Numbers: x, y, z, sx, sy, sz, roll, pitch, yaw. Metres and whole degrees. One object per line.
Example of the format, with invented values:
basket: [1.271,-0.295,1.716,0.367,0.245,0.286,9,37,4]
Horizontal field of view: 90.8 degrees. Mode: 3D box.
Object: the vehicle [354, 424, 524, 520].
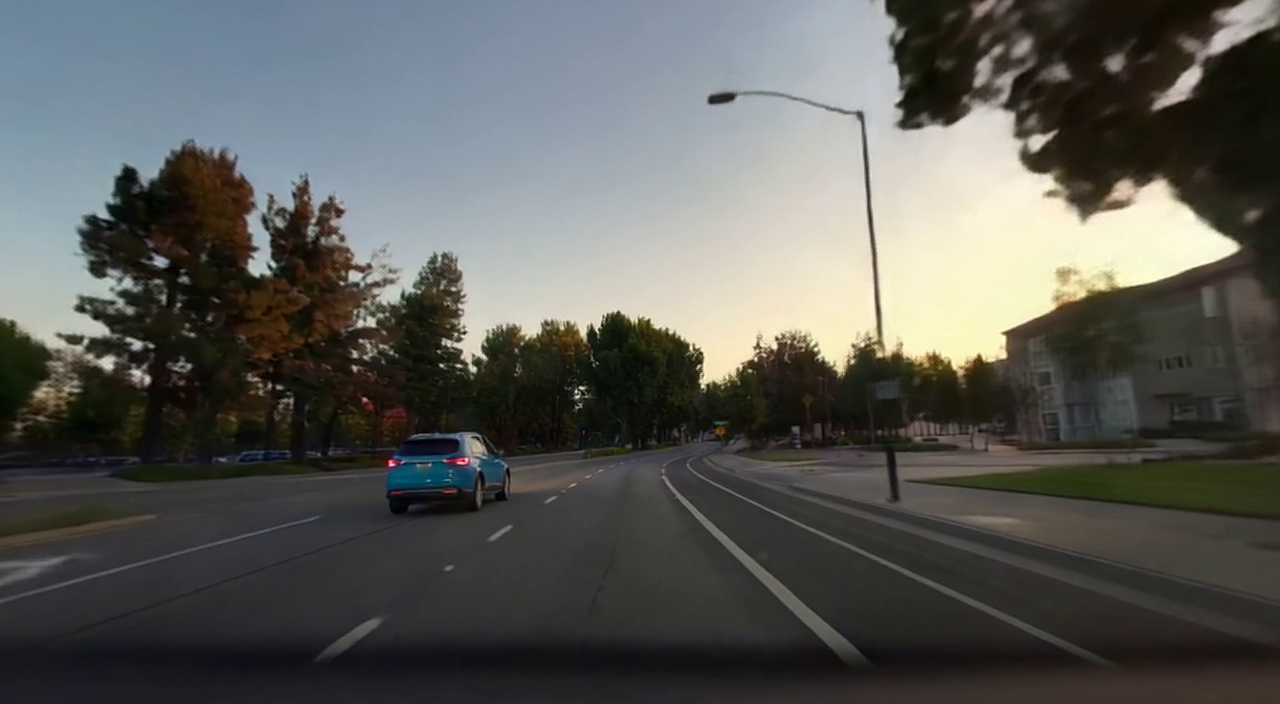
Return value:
vehicle: [-4.035,2.506,13.654,2.121,1.724,4.392,0,-9,1]
